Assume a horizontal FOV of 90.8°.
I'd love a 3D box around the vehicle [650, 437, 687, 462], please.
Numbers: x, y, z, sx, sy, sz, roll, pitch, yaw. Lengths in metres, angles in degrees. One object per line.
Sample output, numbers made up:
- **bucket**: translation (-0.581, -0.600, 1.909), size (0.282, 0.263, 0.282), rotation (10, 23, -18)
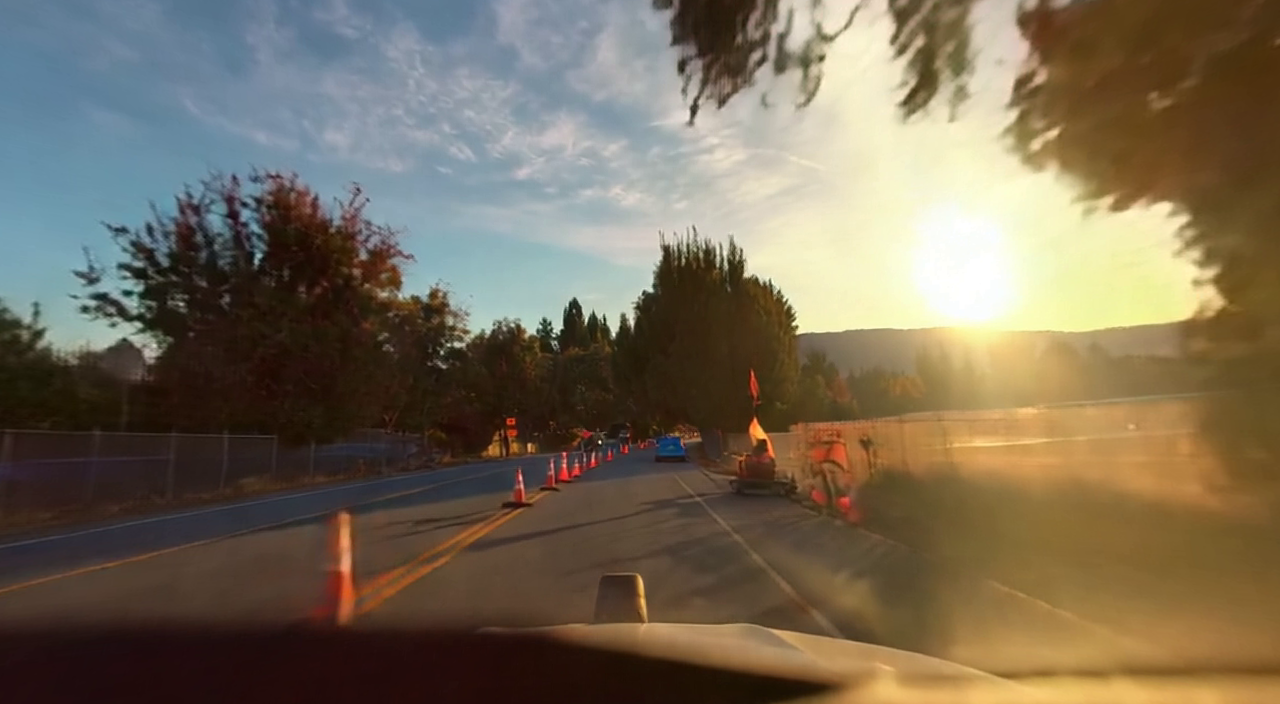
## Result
- **vehicle**: translation (1.818, 6.134, 39.908), size (2.172, 1.486, 3.581), rotation (0, -9, 3)
